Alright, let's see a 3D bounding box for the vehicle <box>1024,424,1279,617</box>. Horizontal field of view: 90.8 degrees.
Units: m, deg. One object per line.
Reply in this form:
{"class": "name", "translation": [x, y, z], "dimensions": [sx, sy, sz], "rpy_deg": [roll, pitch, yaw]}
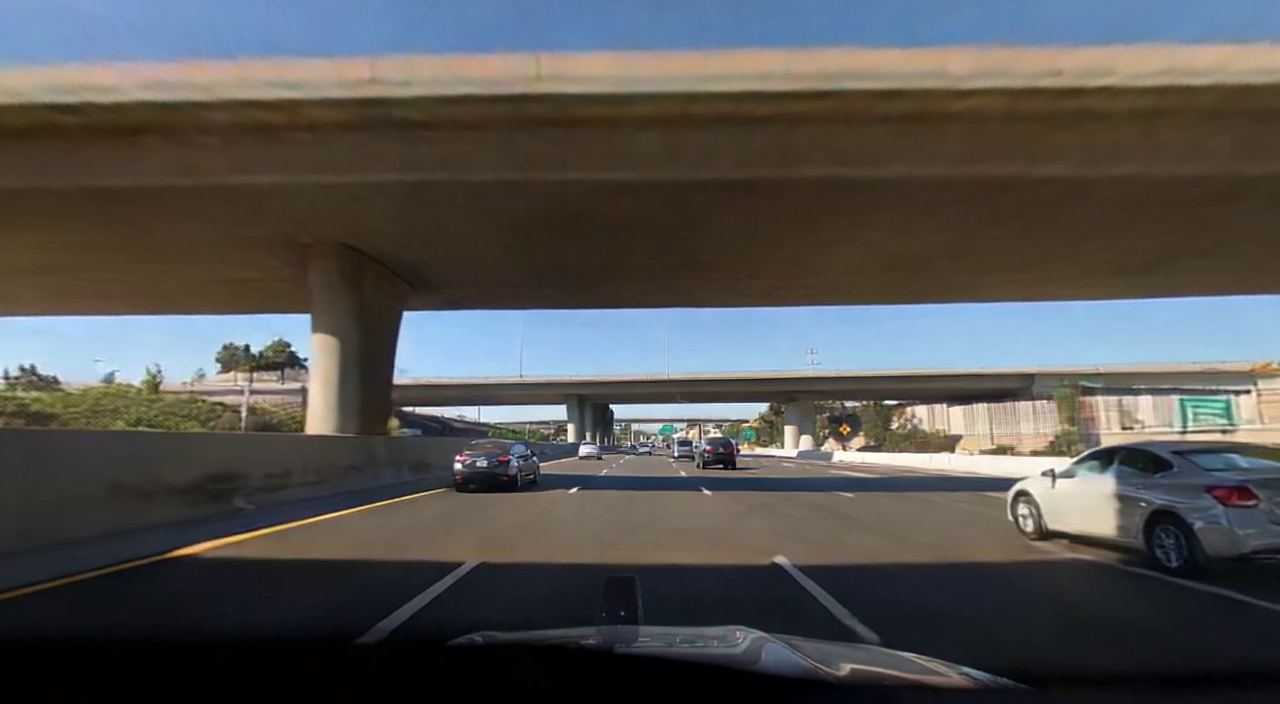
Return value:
{"class": "vehicle", "translation": [5.970, 1.470, 6.012], "dimensions": [1.989, 1.472, 4.322], "rpy_deg": [0, -8, 2]}

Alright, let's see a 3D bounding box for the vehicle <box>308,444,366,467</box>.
{"class": "vehicle", "translation": [-20.711, 7.098, 43.319], "dimensions": [1.938, 1.474, 4.445], "rpy_deg": [0, -8, -3]}

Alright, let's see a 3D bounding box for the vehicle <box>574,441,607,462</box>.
{"class": "vehicle", "translation": [-3.626, 7.398, 47.177], "dimensions": [2.047, 1.464, 4.387], "rpy_deg": [0, -8, 1]}

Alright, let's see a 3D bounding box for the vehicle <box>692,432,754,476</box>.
{"class": "vehicle", "translation": [3.503, 4.411, 27.460], "dimensions": [2.072, 1.761, 4.242], "rpy_deg": [0, -8, -1]}

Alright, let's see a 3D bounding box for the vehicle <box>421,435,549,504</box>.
{"class": "vehicle", "translation": [-3.743, 2.926, 16.220], "dimensions": [1.997, 1.476, 4.703], "rpy_deg": [0, -8, 1]}
